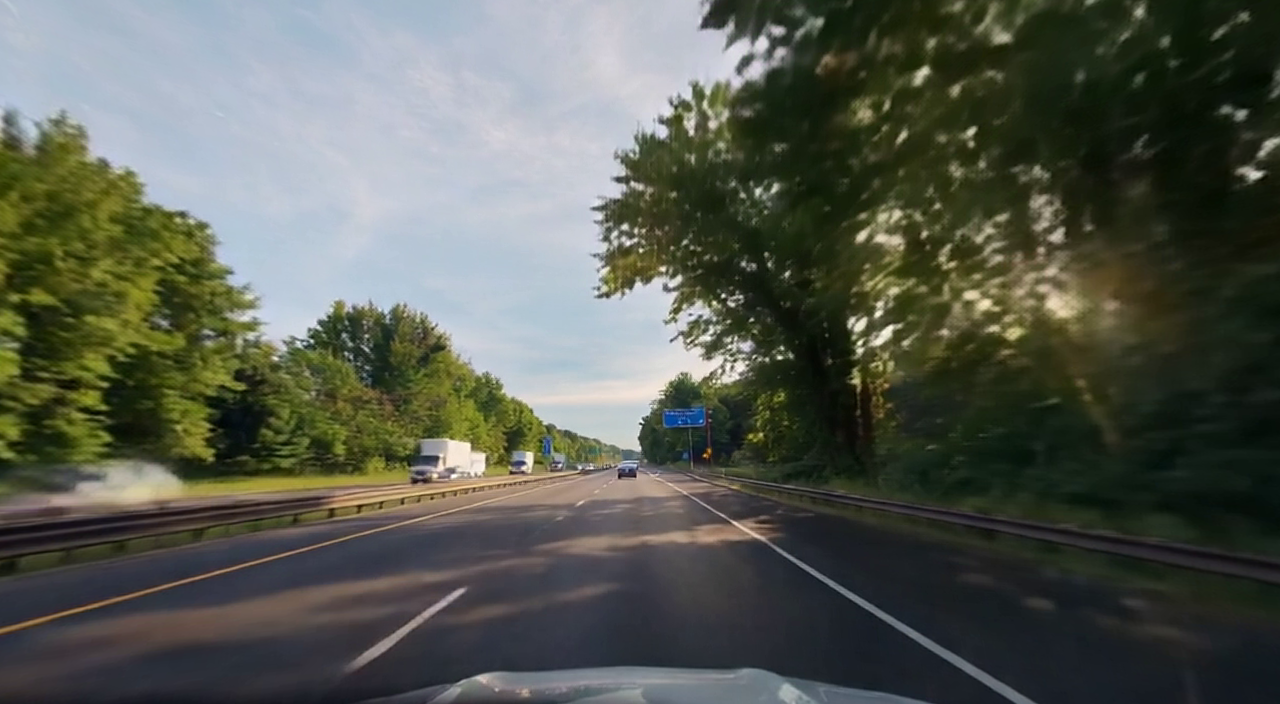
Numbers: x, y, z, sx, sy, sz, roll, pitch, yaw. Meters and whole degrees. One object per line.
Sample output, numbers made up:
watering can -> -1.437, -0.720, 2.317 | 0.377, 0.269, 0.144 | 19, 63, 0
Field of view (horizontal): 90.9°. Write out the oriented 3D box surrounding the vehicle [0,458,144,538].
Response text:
vehicle -> -12.975, 2.905, 12.790 | 2.022, 1.459, 4.613 | 1, -10, 0
